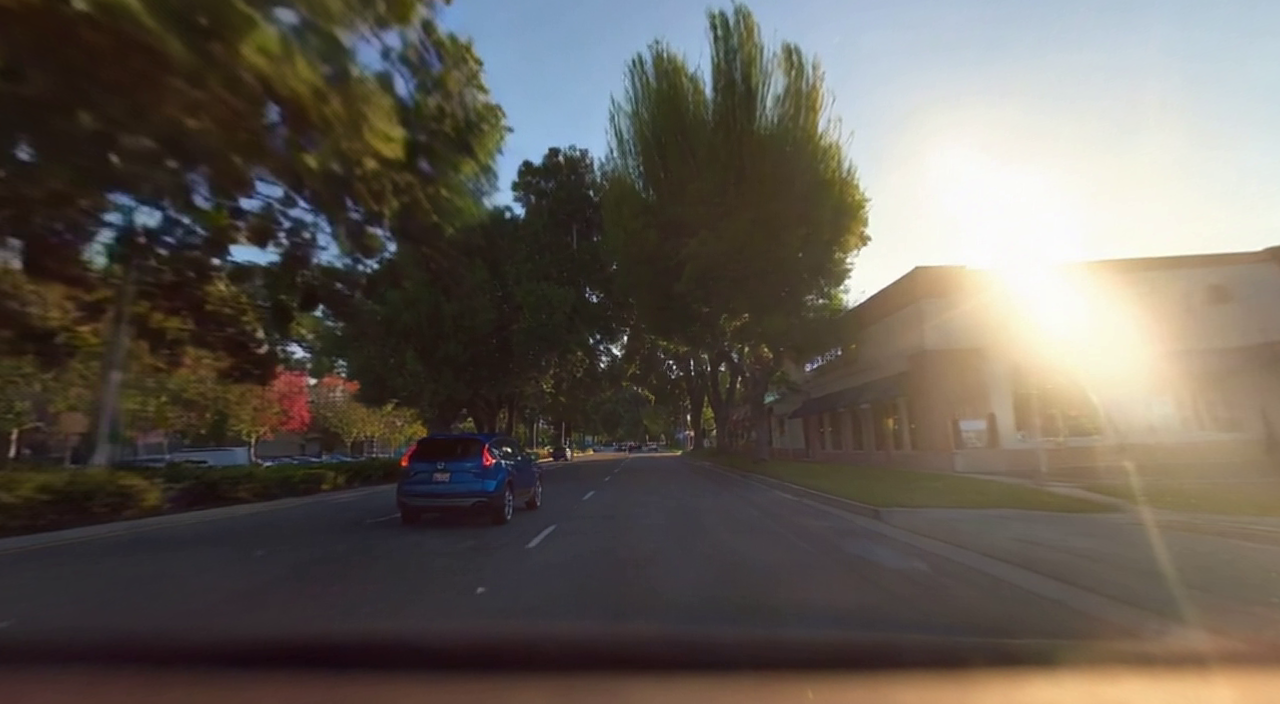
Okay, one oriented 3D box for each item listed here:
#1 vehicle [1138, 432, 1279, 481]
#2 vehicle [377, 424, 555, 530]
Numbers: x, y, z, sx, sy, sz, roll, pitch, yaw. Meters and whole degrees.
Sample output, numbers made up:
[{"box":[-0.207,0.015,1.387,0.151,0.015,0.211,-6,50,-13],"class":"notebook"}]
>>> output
[{"box":[21.773,3.911,23.934,1.917,1.646,4.676,-1,-8,1],"class":"vehicle"},{"box":[-3.041,2.280,12.101,2.127,1.654,4.121,-1,-8,2],"class":"vehicle"}]
